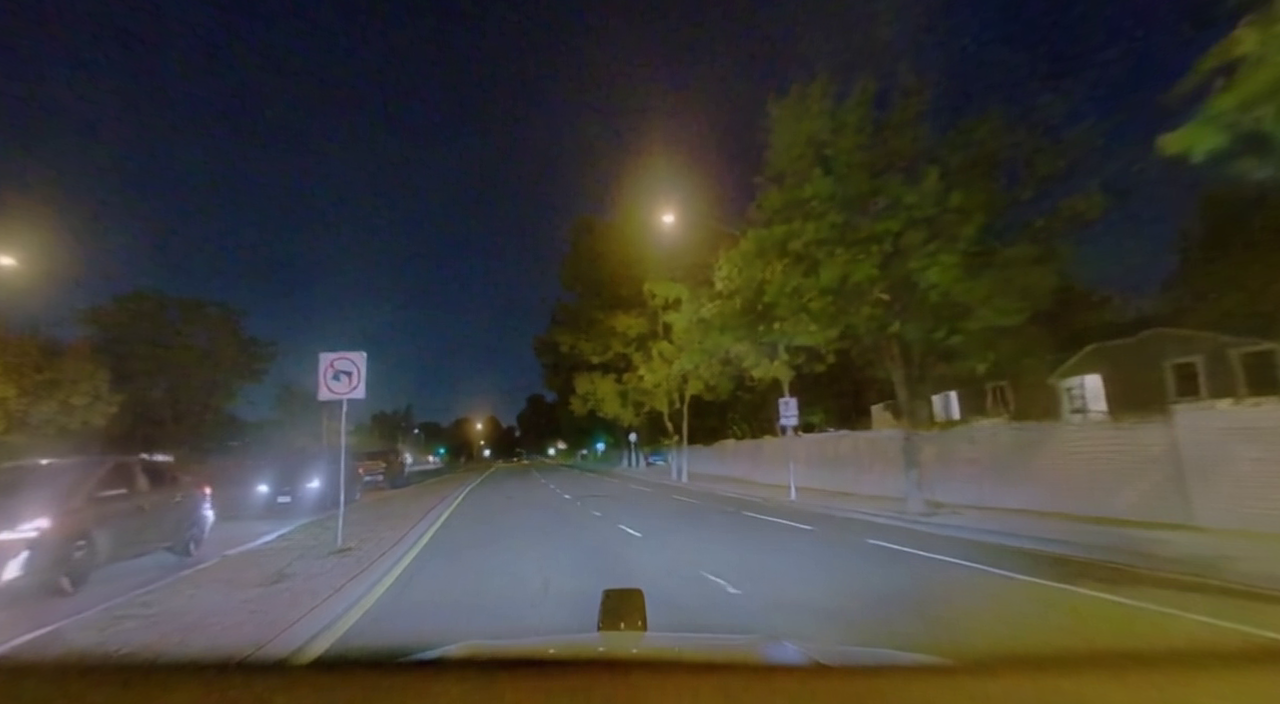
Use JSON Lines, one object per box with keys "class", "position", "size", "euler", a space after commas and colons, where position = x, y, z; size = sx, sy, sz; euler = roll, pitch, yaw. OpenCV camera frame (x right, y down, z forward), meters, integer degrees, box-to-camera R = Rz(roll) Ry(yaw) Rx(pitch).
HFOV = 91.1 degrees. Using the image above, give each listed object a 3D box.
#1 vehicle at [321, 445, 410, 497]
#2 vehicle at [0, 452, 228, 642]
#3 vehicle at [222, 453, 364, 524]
{"class": "vehicle", "position": [-10.645, 4.616, 24.764], "size": [2.196, 1.809, 4.857], "euler": [2, -9, -12]}
{"class": "vehicle", "position": [-6.279, 1.762, 6.315], "size": [1.912, 1.464, 4.652], "euler": [2, -9, -12]}
{"class": "vehicle", "position": [-8.548, 3.339, 15.964], "size": [1.888, 1.476, 4.286], "euler": [2, -9, -11]}
